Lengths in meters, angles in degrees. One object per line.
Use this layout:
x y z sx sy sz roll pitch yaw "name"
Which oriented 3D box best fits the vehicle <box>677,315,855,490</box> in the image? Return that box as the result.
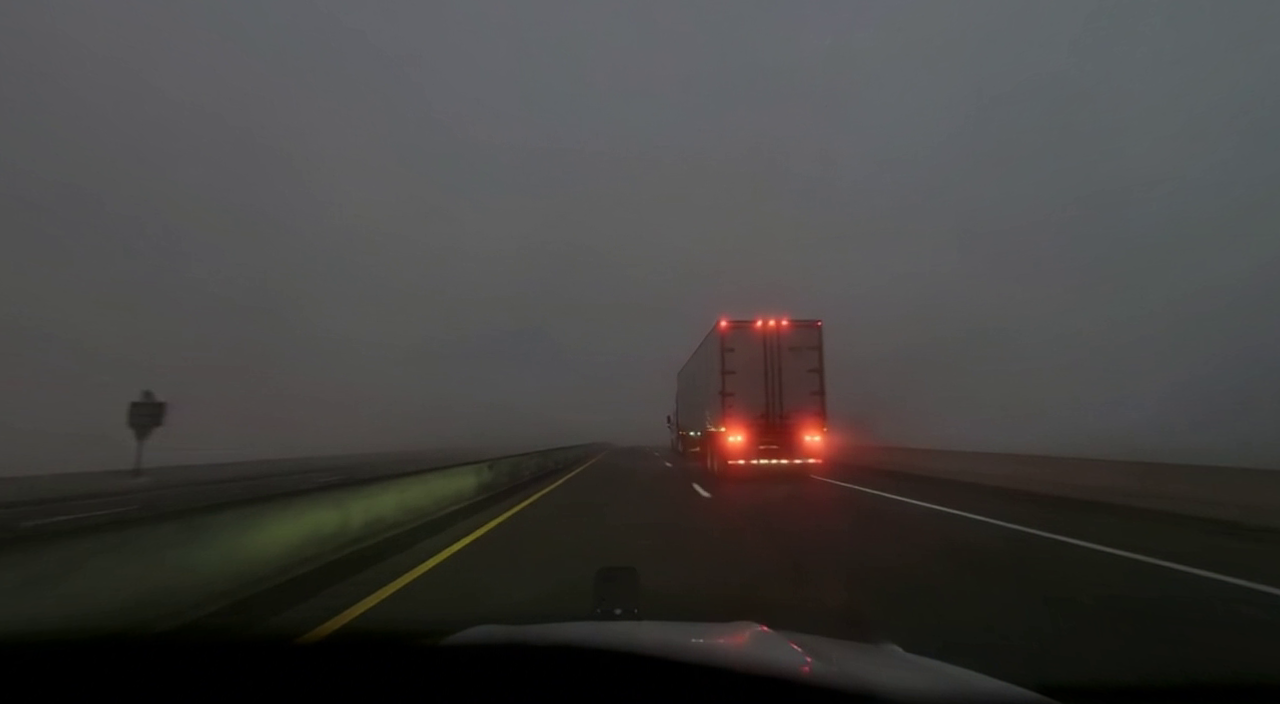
3.276 2.037 21.315 2.924 4.024 13.639 0 -8 -1 "vehicle"
